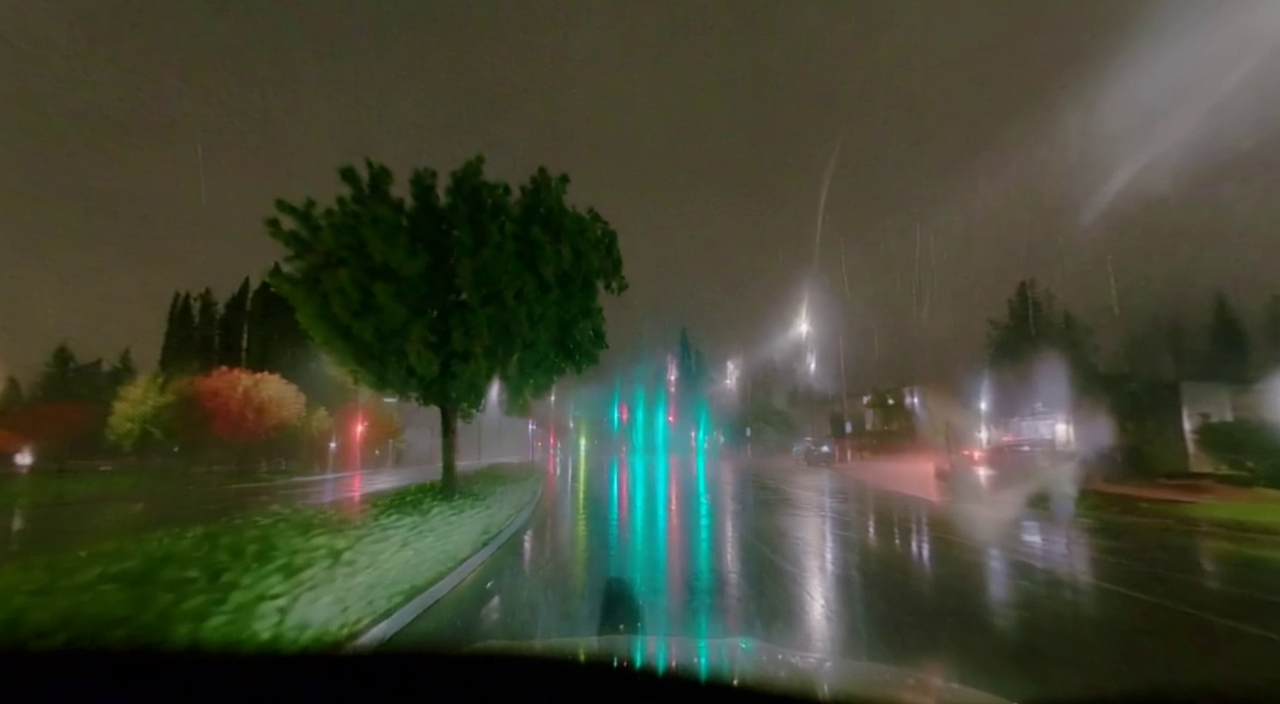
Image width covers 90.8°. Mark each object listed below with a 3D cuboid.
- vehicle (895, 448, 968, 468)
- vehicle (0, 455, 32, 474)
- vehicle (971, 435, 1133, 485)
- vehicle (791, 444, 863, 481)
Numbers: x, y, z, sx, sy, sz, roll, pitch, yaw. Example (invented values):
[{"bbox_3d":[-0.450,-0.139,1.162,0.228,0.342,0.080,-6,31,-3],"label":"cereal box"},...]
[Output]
[{"bbox_3d":[21.719,7.888,47.197,4.465,1.460,1.901,0,-8,1],"label":"vehicle"},{"bbox_3d":[-49.278,8.701,48.959,4.083,1.423,1.885,-5,-10,30],"label":"vehicle"},{"bbox_3d":[15.516,4.097,24.029,4.605,1.779,2.135,0,-9,0],"label":"vehicle"},{"bbox_3d":[9.410,5.583,32.212,2.096,1.703,4.583,0,-9,-2],"label":"vehicle"}]
